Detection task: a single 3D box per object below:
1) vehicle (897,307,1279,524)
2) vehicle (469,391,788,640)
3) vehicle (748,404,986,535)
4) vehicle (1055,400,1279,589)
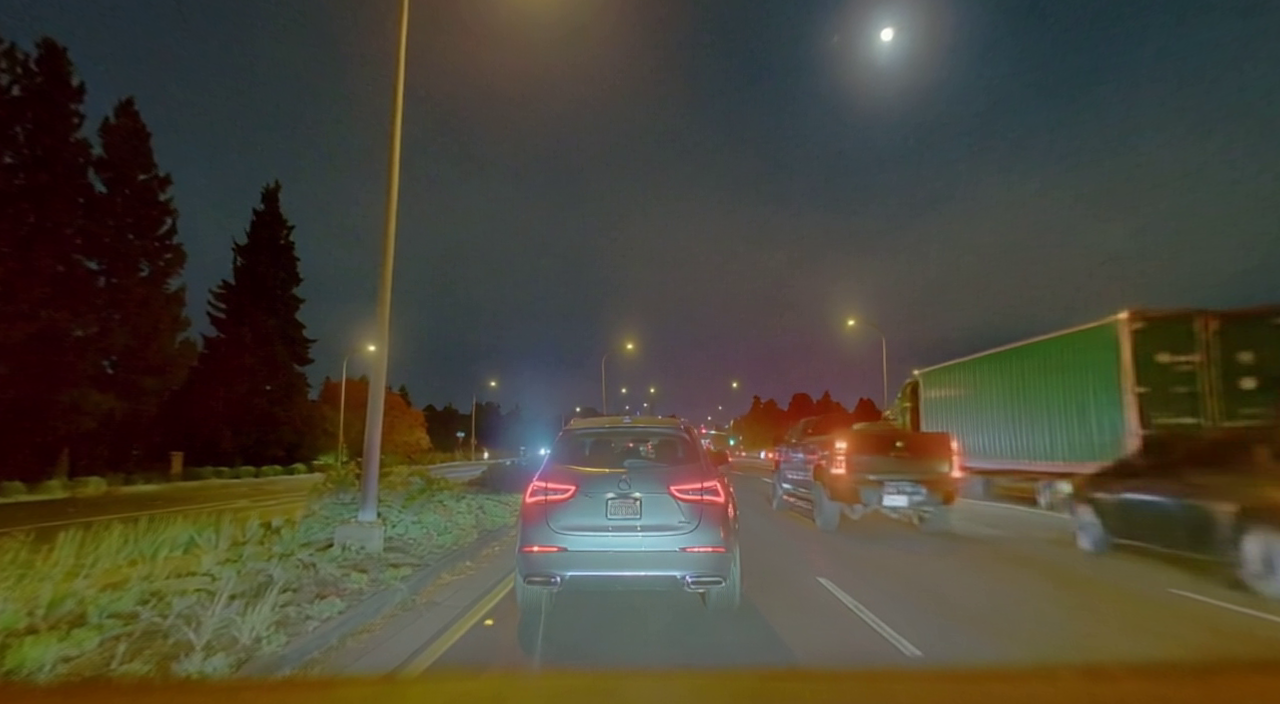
[{"bbox_3d":[11.032,1.961,17.177,3.025,3.993,11.243,0,-9,-1],"label":"vehicle"},{"bbox_3d":[-0.093,1.422,6.404,2.172,1.694,4.055,0,-8,-1],"label":"vehicle"},{"bbox_3d":[3.983,2.246,12.735,2.440,1.962,6.363,0,-8,0],"label":"vehicle"},{"bbox_3d":[7.200,1.492,6.827,2.024,1.810,4.807,0,-9,0],"label":"vehicle"}]
